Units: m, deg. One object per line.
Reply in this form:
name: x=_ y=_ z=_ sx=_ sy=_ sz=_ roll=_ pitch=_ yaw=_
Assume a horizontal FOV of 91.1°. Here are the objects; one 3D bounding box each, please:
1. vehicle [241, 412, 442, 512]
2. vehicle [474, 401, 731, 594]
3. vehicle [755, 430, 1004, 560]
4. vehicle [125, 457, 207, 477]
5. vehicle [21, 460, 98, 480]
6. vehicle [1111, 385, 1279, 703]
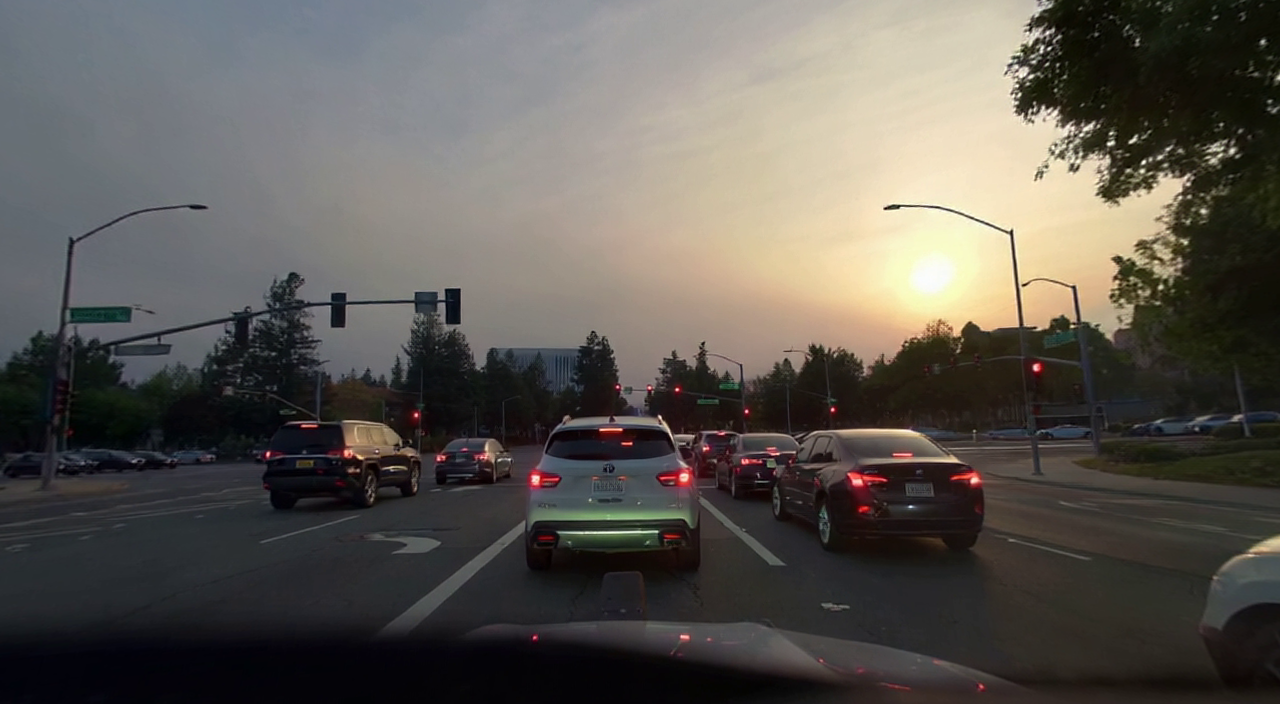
vehicle: x=-6.720 y=2.555 z=15.011 sx=2.214 sy=1.953 sz=5.017 roll=0 pitch=-8 yaw=1
vehicle: x=-0.316 y=1.586 z=7.641 sx=2.256 sy=1.694 sz=4.055 roll=0 pitch=-8 yaw=0
vehicle: x=3.157 y=1.972 z=9.493 sx=1.971 sy=1.473 sz=4.495 roll=0 pitch=-8 yaw=0
vehicle: x=-37.305 y=9.048 z=49.493 sx=4.914 sy=1.487 sz=1.850 roll=0 pitch=-8 yaw=0
vehicle: x=-45.652 y=9.268 z=49.421 sx=4.232 sy=1.498 sz=1.791 roll=0 pitch=-8 yaw=1
vehicle: x=3.305 y=0.672 z=0.838 sx=1.980 sy=1.515 sz=4.362 roll=0 pitch=-8 yaw=1
